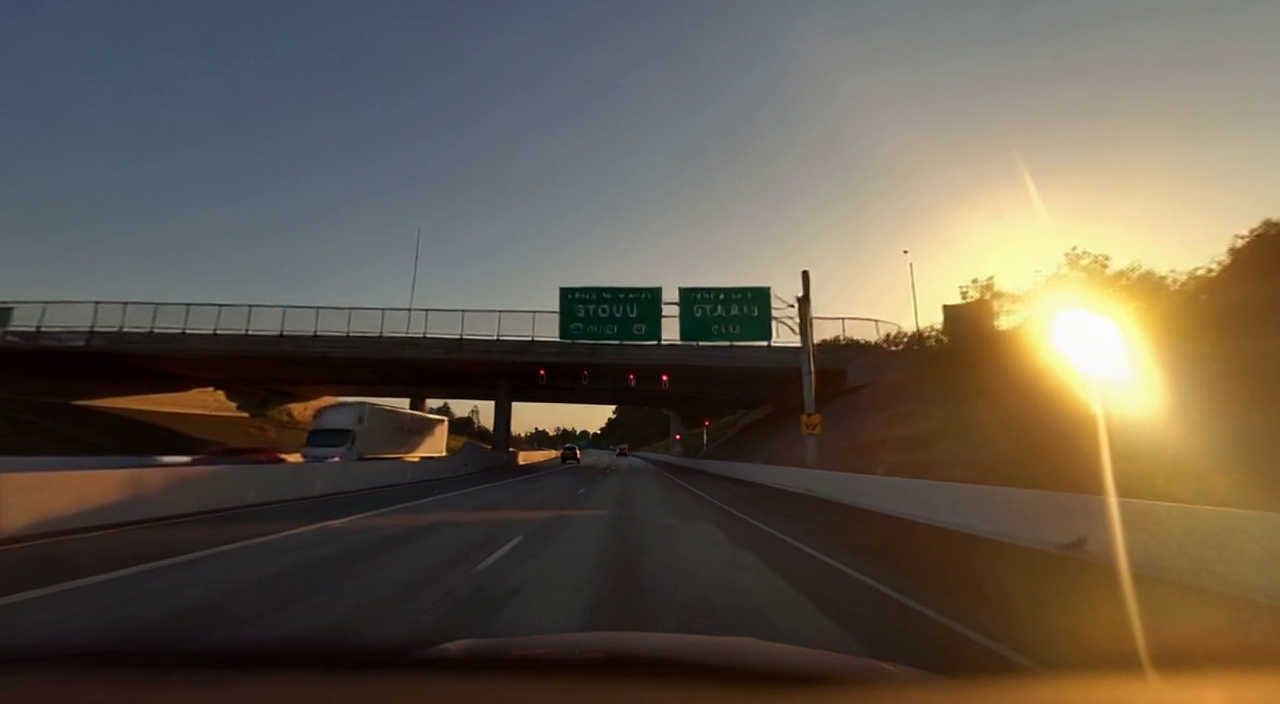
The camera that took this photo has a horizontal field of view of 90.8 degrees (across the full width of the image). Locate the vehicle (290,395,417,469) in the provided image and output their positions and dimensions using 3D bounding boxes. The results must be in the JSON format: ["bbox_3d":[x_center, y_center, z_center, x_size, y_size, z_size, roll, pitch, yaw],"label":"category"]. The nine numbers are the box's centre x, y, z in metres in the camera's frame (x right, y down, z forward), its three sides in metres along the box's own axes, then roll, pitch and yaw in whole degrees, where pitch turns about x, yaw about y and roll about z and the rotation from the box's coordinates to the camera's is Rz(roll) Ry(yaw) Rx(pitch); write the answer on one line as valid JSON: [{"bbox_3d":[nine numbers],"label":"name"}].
[{"bbox_3d":[-16.520,4.903,37.584,3.030,3.757,10.391,0,-9,-2],"label":"vehicle"}]
